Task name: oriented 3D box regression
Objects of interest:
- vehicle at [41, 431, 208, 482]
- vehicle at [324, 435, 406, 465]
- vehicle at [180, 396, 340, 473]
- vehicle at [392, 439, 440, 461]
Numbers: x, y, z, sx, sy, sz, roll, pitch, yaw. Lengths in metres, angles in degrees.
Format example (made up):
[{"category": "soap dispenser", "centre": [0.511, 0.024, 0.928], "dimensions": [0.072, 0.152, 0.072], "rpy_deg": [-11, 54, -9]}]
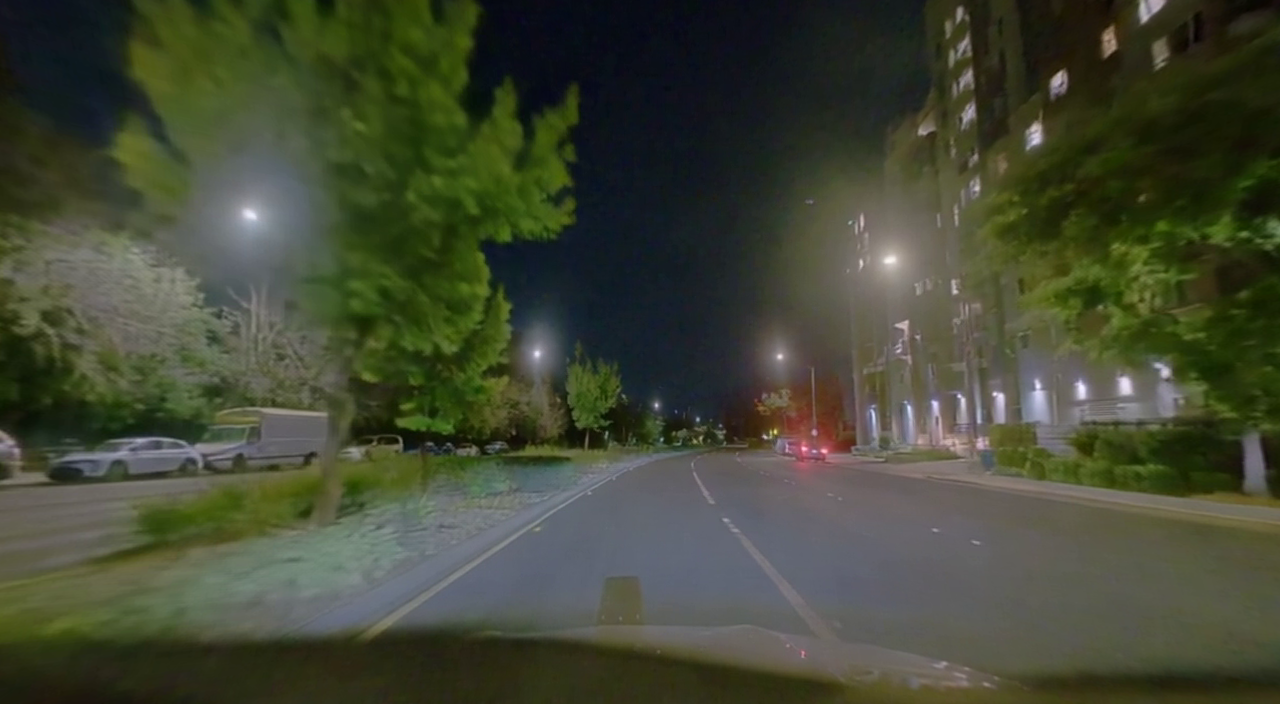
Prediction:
[{"category": "vehicle", "centre": [-18.500, 3.796, 23.073], "dimensions": [1.876, 1.624, 4.827], "rpy_deg": [-2, -9, 2]}, {"category": "vehicle", "centre": [-17.211, 6.172, 39.944], "dimensions": [2.226, 1.733, 5.775], "rpy_deg": [-2, -9, 4]}, {"category": "vehicle", "centre": [-17.858, 4.076, 30.404], "dimensions": [2.781, 3.224, 7.055], "rpy_deg": [-1, -9, 5]}, {"category": "vehicle", "centre": [-16.574, 7.291, 46.963], "dimensions": [1.802, 1.487, 4.359], "rpy_deg": [-3, -9, 4]}]
